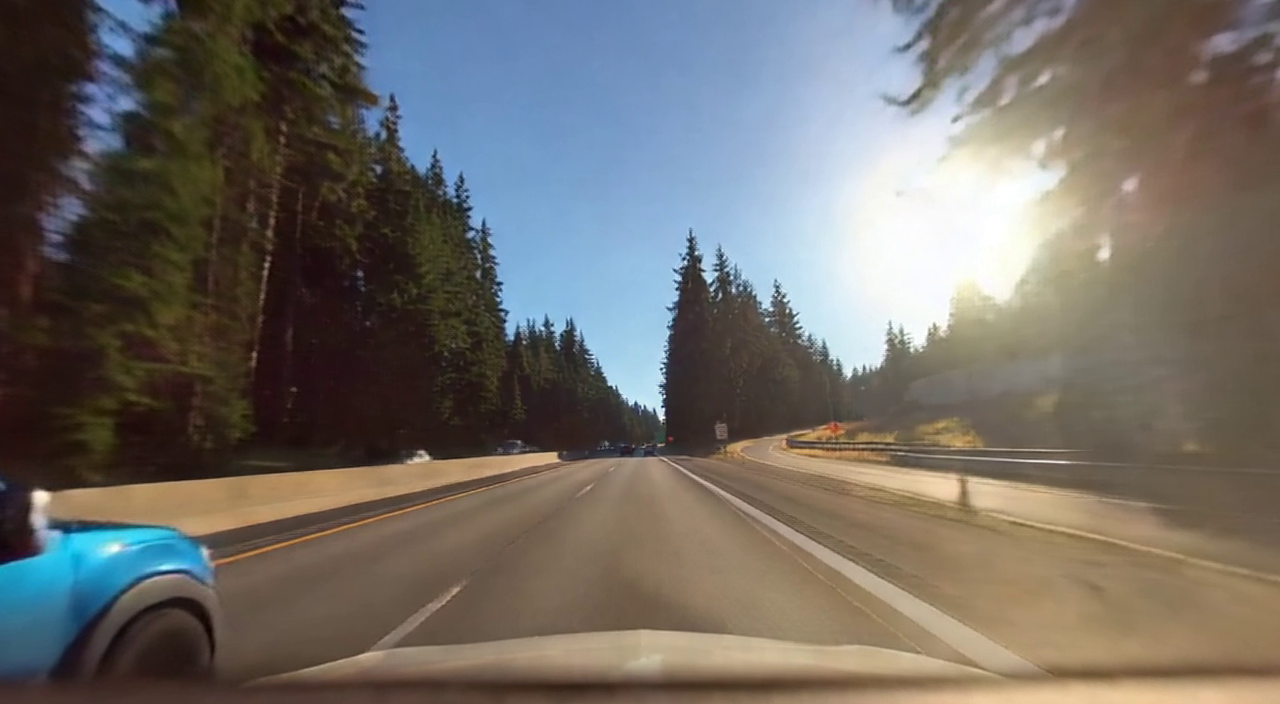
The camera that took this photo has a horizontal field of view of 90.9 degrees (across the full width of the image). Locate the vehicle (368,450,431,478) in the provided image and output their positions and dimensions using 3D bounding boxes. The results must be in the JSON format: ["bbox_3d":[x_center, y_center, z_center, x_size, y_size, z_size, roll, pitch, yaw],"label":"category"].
[{"bbox_3d":[-14.549,6.802,38.458,1.907,1.499,4.804,0,-8,1],"label":"vehicle"}]
